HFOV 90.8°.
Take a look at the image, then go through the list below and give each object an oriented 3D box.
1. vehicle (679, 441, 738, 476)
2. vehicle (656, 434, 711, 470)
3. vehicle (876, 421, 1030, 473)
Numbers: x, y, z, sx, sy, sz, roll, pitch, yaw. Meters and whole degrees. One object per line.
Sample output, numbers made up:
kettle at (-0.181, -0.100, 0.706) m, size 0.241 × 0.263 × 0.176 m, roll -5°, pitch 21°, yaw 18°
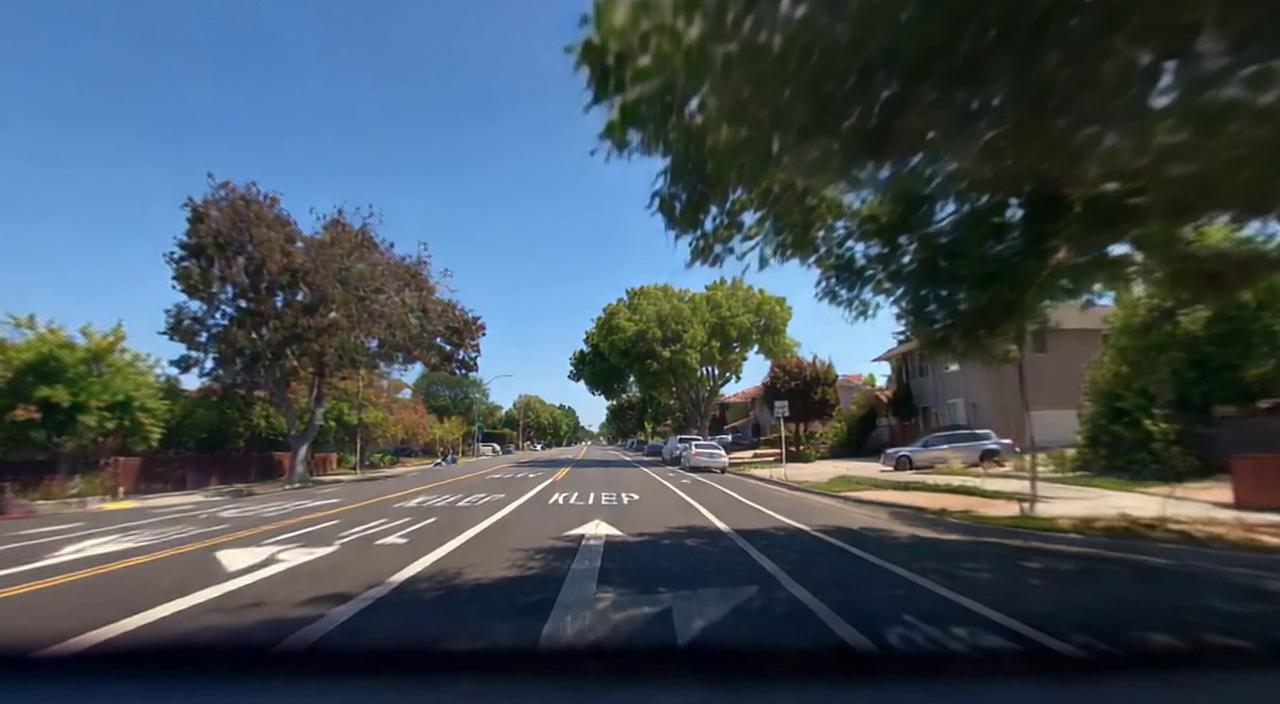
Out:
vehicle at (3.093, 4.936, 29.520) m, size 1.919 × 1.474 × 4.370 m, roll 0°, pitch -8°, yaw -5°
vehicle at (2.368, 5.664, 36.134) m, size 2.293 × 1.858 × 5.868 m, roll 0°, pitch -8°, yaw -4°
vehicle at (10.869, 3.323, 22.084) m, size 4.492 × 1.619 × 1.849 m, roll -6°, pitch -10°, yaw 35°
